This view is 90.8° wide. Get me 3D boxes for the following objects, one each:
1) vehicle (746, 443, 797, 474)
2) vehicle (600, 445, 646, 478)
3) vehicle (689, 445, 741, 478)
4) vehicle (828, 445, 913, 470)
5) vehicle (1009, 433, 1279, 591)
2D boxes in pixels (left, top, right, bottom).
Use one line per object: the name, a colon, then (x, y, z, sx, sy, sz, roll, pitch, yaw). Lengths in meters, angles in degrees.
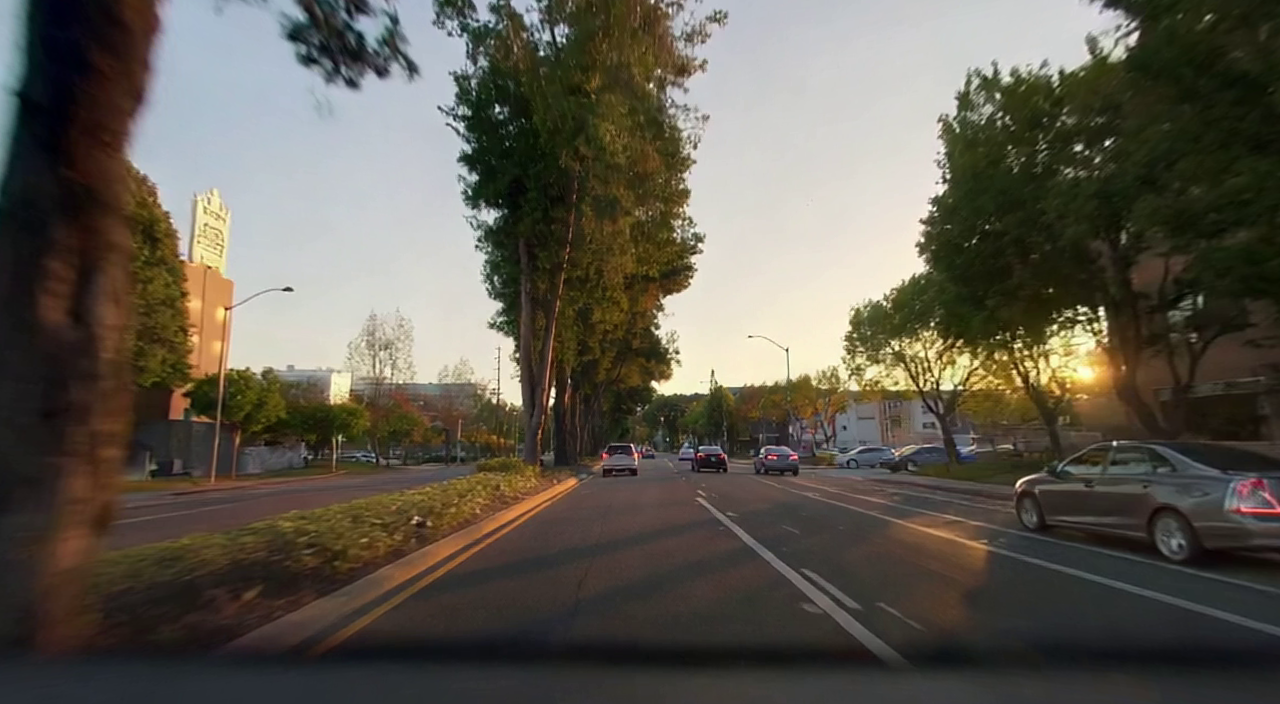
vehicle: (7.537, 6.156, 36.675, 1.945, 1.687, 4.292, 0, -8, -1)
vehicle: (-0.751, 5.243, 30.608, 2.077, 1.477, 3.897, 0, -8, 0)
vehicle: (3.542, 5.250, 30.512, 2.020, 1.472, 3.958, 0, -8, 0)
vehicle: (14.248, 6.556, 39.279, 4.541, 1.487, 1.886, -1, -8, 4)
vehicle: (7.096, 1.836, 8.051, 1.888, 1.508, 4.646, 0, -8, -1)
